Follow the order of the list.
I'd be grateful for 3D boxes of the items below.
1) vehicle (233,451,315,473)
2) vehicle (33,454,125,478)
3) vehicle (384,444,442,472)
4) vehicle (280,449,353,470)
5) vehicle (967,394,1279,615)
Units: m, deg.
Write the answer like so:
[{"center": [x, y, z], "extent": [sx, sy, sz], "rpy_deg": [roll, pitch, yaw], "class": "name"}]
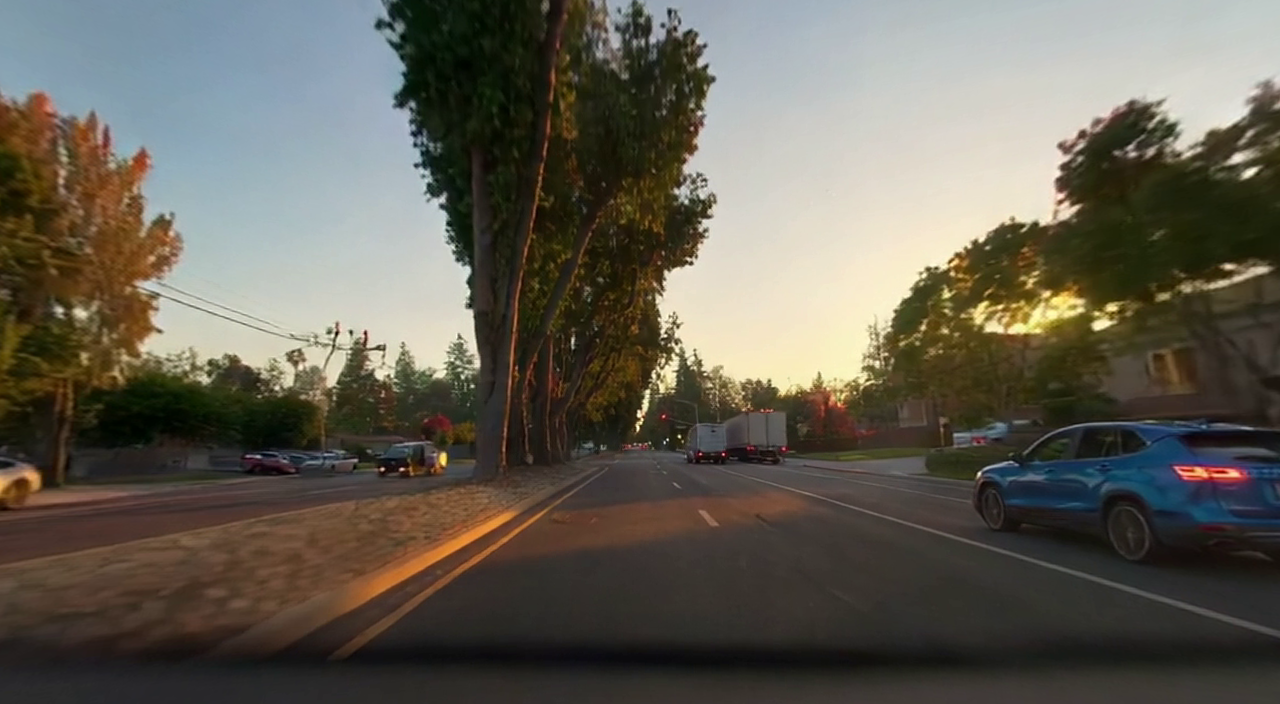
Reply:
[{"center": [-25.060, 7.501, 43.306], "extent": [4.461, 1.452, 1.855], "rpy_deg": [-1, -8, 3], "class": "vehicle"}, {"center": [-38.628, 7.862, 43.662], "extent": [4.397, 1.416, 1.811], "rpy_deg": [3, -10, -30], "class": "vehicle"}, {"center": [-15.268, 7.131, 42.778], "extent": [2.063, 1.718, 4.905], "rpy_deg": [0, -8, 0], "class": "vehicle"}, {"center": [-24.727, 8.226, 48.416], "extent": [4.499, 1.507, 1.978], "rpy_deg": [0, -8, 0], "class": "vehicle"}, {"center": [6.076, 1.548, 7.347], "extent": [2.012, 1.754, 4.635], "rpy_deg": [0, -8, 0], "class": "vehicle"}]
